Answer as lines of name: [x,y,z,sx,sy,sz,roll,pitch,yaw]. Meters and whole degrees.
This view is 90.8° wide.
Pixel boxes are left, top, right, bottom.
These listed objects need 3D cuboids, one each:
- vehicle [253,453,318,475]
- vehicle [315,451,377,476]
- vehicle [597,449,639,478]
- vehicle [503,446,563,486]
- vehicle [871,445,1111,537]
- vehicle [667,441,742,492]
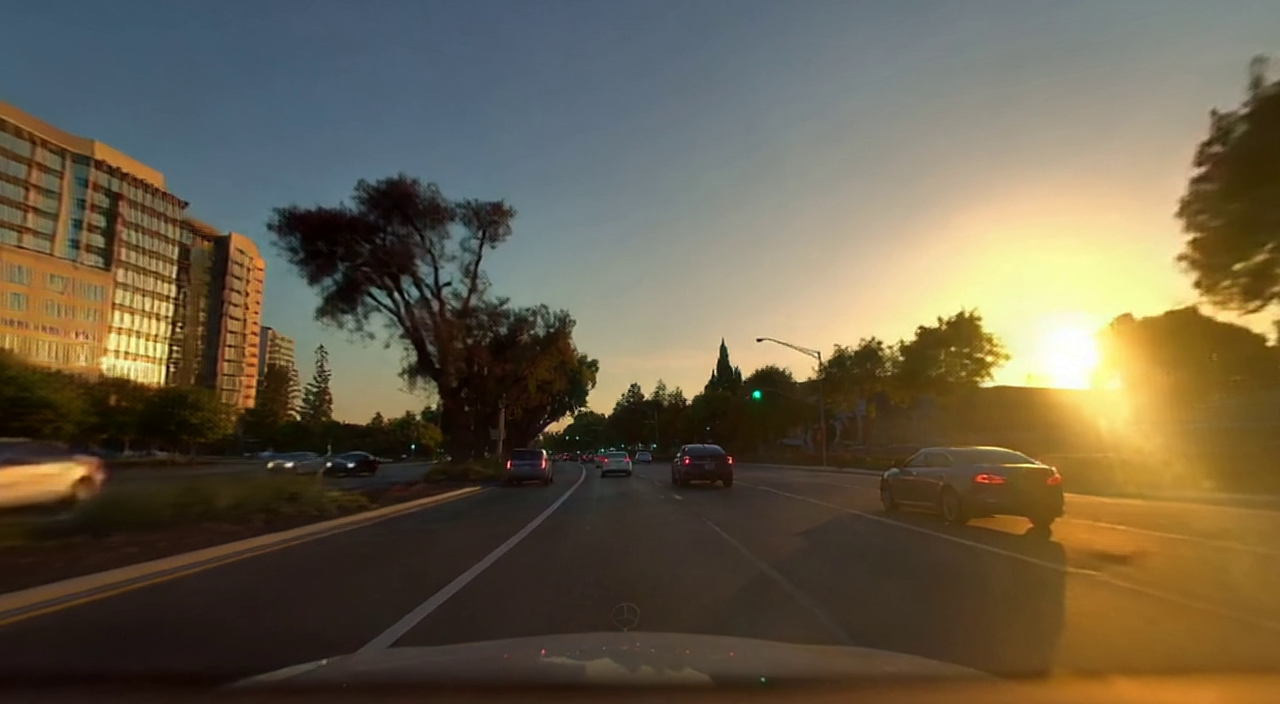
vehicle: [-25.606,8.063,45.806,2.016,1.475,4.706,0,-9,0]
vehicle: [-19.310,7.305,41.716,1.918,1.469,4.780,0,-9,-2]
vehicle: [-1.312,6.231,35.472,2.155,1.486,4.403,1,-9,-4]
vehicle: [-4.744,5.099,28.576,2.172,1.671,4.175,0,-9,-3]
vehicle: [6.281,2.489,12.044,1.945,1.408,4.288,0,-9,-3]
vehicle: [2.333,4.287,24.041,2.161,1.716,4.194,1,-9,-4]
